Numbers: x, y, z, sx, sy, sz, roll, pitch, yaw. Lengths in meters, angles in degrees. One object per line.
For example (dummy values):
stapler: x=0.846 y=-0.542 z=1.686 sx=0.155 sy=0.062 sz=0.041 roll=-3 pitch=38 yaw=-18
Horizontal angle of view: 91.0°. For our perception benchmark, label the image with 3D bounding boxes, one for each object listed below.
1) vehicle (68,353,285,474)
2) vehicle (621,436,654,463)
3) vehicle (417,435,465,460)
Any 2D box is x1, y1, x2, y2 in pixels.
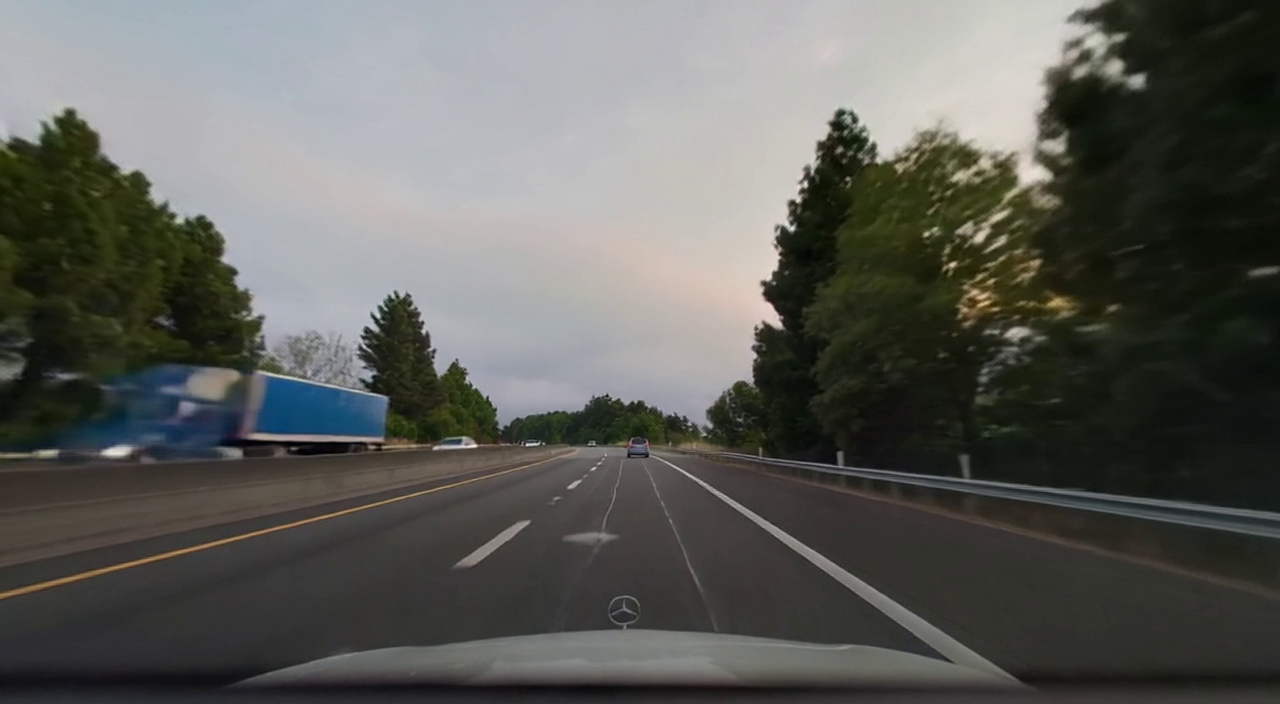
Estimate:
vehicle: x=-16.966 y=2.466 z=23.851 sx=3.116 sy=3.942 sz=6.536 roll=0 pitch=-8 yaw=-1
vehicle: x=-0.231 y=6.545 z=42.443 sx=2.079 sy=1.729 sz=4.380 roll=0 pitch=-8 yaw=-2
vehicle: x=-12.817 y=6.183 z=40.810 sx=1.817 sy=1.487 sz=4.134 roll=0 pitch=-8 yaw=-1
